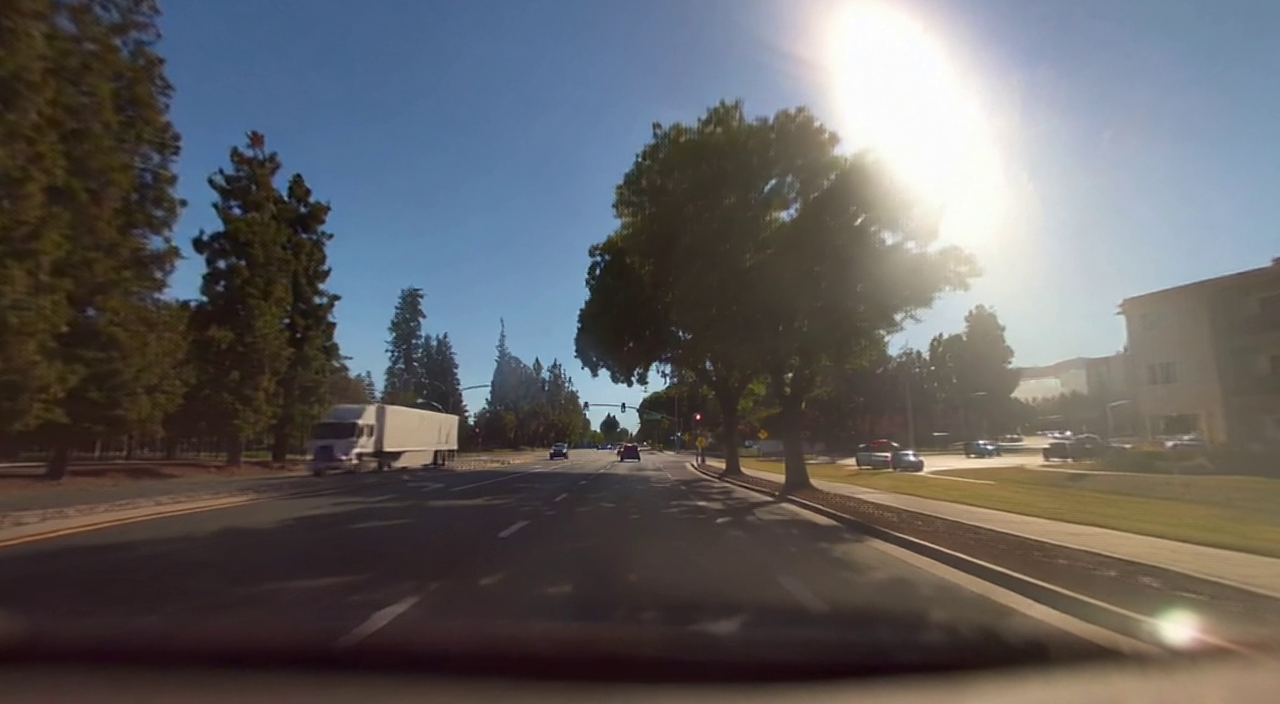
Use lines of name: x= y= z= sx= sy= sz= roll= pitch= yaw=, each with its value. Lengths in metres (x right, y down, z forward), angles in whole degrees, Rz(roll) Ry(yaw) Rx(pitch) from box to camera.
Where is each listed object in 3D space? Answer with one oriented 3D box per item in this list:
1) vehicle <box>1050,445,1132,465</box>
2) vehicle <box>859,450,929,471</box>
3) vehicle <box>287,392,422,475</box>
vehicle: x=34.264 y=7.840 z=48.143 sx=4.593 sy=1.460 sz=1.926 roll=-3 pitch=-9 yaw=16
vehicle: x=18.354 y=7.854 z=45.822 sx=4.455 sy=1.475 sz=1.971 roll=-2 pitch=-9 yaw=15
vehicle: x=-15.352 y=4.605 z=35.108 sx=3.193 sy=3.952 sz=9.170 roll=0 pitch=-9 yaw=0
